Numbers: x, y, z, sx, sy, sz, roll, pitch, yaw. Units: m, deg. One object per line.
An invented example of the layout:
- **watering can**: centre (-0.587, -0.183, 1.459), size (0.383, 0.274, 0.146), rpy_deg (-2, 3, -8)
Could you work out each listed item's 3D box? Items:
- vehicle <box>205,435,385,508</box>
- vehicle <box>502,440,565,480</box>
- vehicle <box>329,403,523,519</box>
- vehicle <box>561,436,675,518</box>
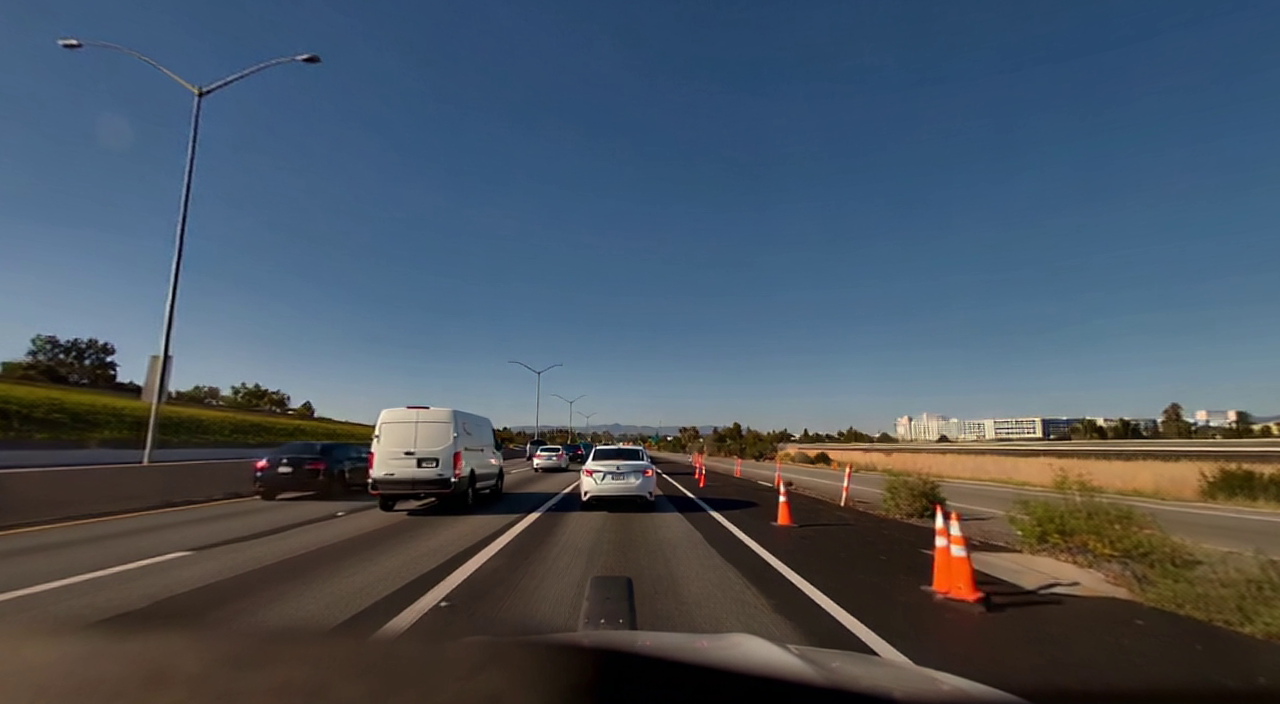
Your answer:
- **vehicle**: centre (-8.035, 2.801, 15.286), size (1.930, 1.506, 4.279), rpy_deg (0, -8, 0)
- **vehicle**: centre (-4.180, 4.320, 25.452), size (1.824, 1.459, 4.007), rpy_deg (0, -9, 0)
- **vehicle**: centre (-4.274, 2.344, 13.995), size (2.324, 2.012, 5.740), rpy_deg (0, -9, -1)
- **vehicle**: centre (-0.432, 2.577, 13.552), size (2.069, 1.484, 3.918), rpy_deg (0, -9, -1)
